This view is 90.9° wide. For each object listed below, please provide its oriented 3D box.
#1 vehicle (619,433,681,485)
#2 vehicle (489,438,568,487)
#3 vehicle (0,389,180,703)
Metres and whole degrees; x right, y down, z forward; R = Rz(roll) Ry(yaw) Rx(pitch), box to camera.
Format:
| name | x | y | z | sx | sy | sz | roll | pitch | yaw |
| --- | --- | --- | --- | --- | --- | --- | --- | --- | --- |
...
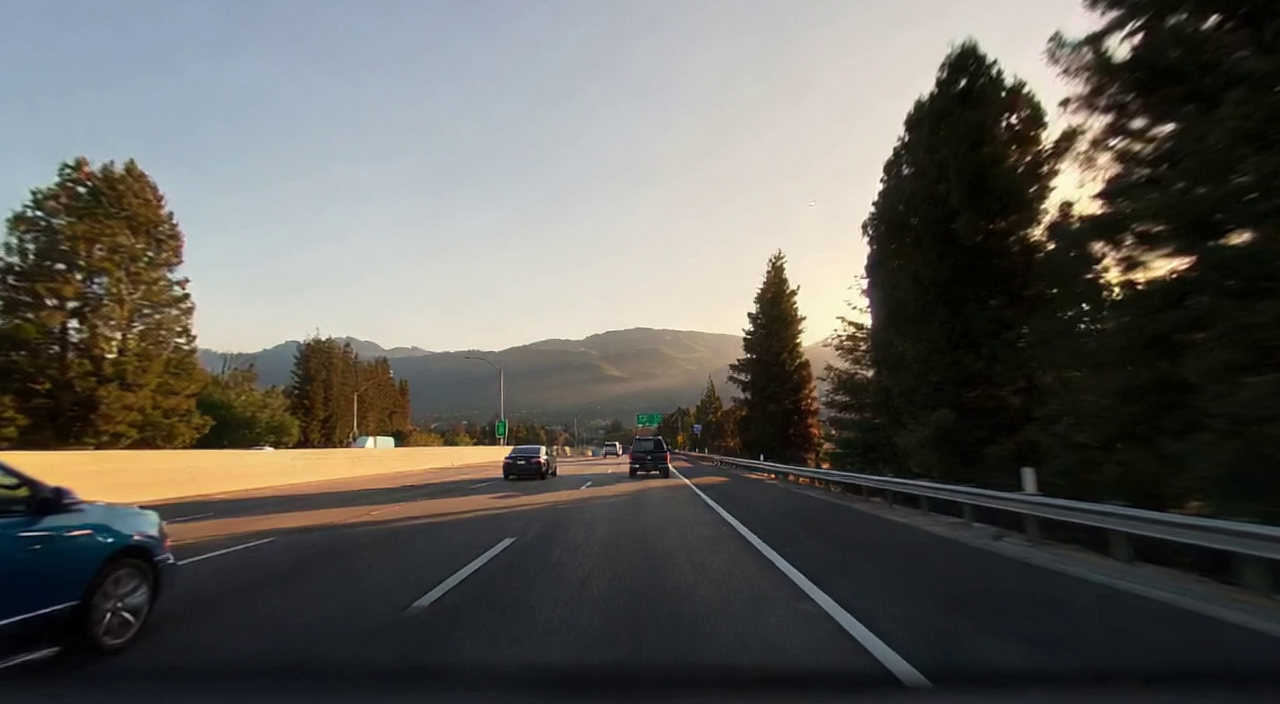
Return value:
| name | x | y | z | sx | sy | sz | roll | pitch | yaw |
| --- | --- | --- | --- | --- | --- | --- | --- | --- | --- |
| vehicle | 0.369 | 4.223 | 25.317 | 2.229 | 1.837 | 5.387 | 0 | -8 | 0 |
| vehicle | -4.027 | 4.052 | 23.465 | 2.106 | 1.651 | 4.040 | -1 | -9 | 1 |
| vehicle | -4.024 | 0.846 | 2.030 | 1.959 | 1.604 | 4.065 | 0 | -9 | 0 |
